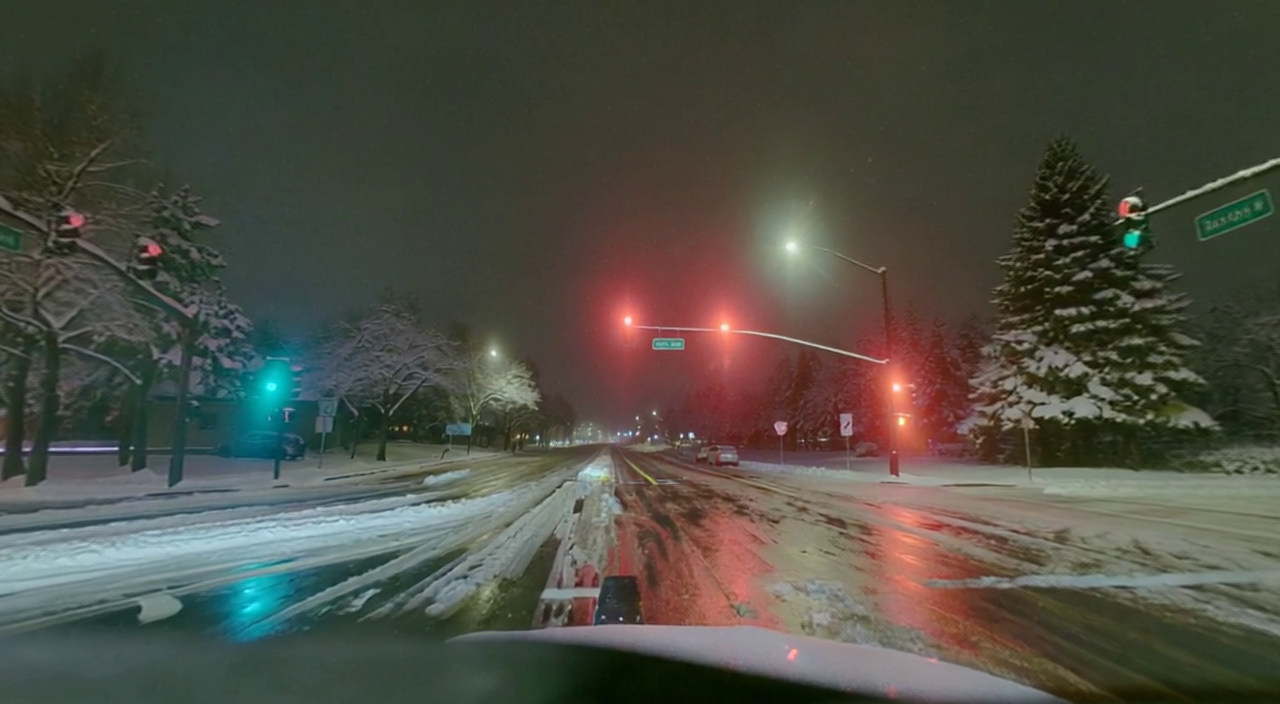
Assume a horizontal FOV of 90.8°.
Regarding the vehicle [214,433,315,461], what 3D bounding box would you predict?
[{"bbox_3d":[-22.390,5.683,37.856,4.765,1.593,1.891,1,-9,-7],"label":"vehicle"}]
